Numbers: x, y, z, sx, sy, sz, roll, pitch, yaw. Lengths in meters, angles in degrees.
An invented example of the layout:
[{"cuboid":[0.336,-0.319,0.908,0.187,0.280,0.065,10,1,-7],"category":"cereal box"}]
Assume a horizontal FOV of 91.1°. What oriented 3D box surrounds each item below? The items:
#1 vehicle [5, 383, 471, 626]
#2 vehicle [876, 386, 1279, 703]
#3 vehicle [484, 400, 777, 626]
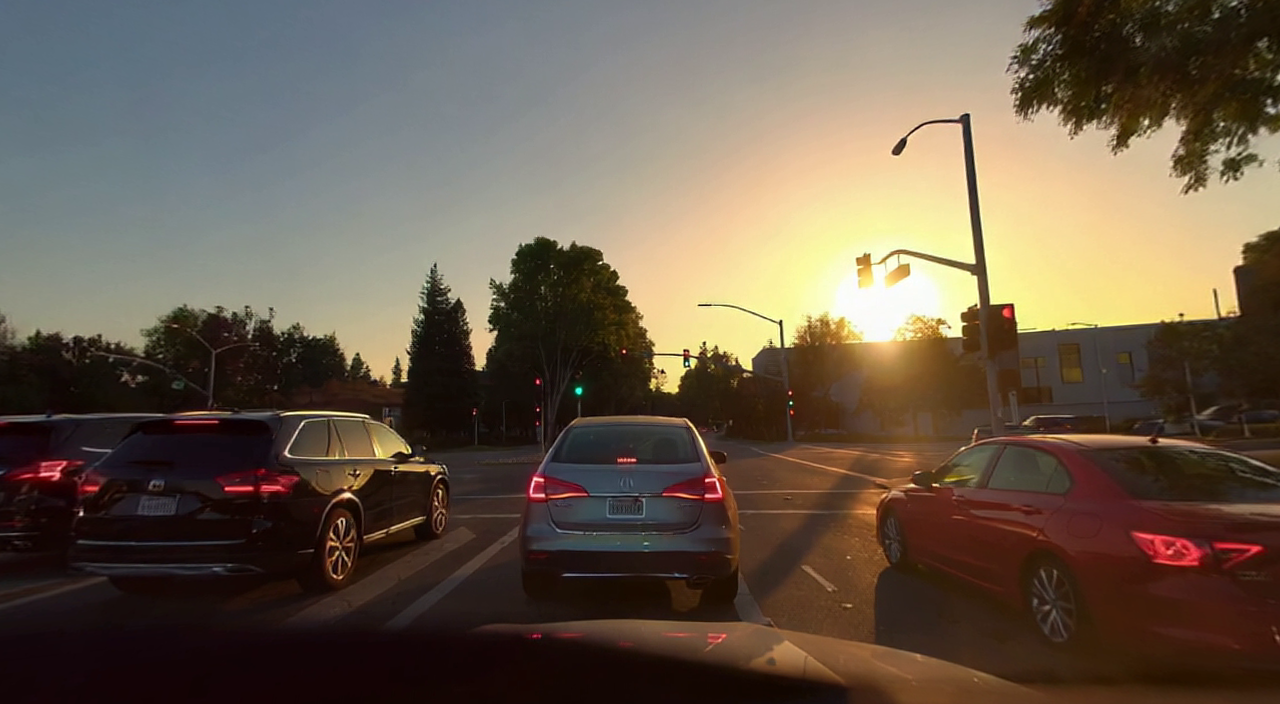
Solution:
[{"cuboid":[-3.557,1.425,6.842,2.014,1.755,4.360,0,-8,3],"category":"vehicle"},{"cuboid":[3.580,1.199,4.602,2.010,1.486,4.498,0,-8,1],"category":"vehicle"},{"cuboid":[-0.049,1.399,6.301,2.047,1.579,3.642,0,-8,1],"category":"vehicle"}]
